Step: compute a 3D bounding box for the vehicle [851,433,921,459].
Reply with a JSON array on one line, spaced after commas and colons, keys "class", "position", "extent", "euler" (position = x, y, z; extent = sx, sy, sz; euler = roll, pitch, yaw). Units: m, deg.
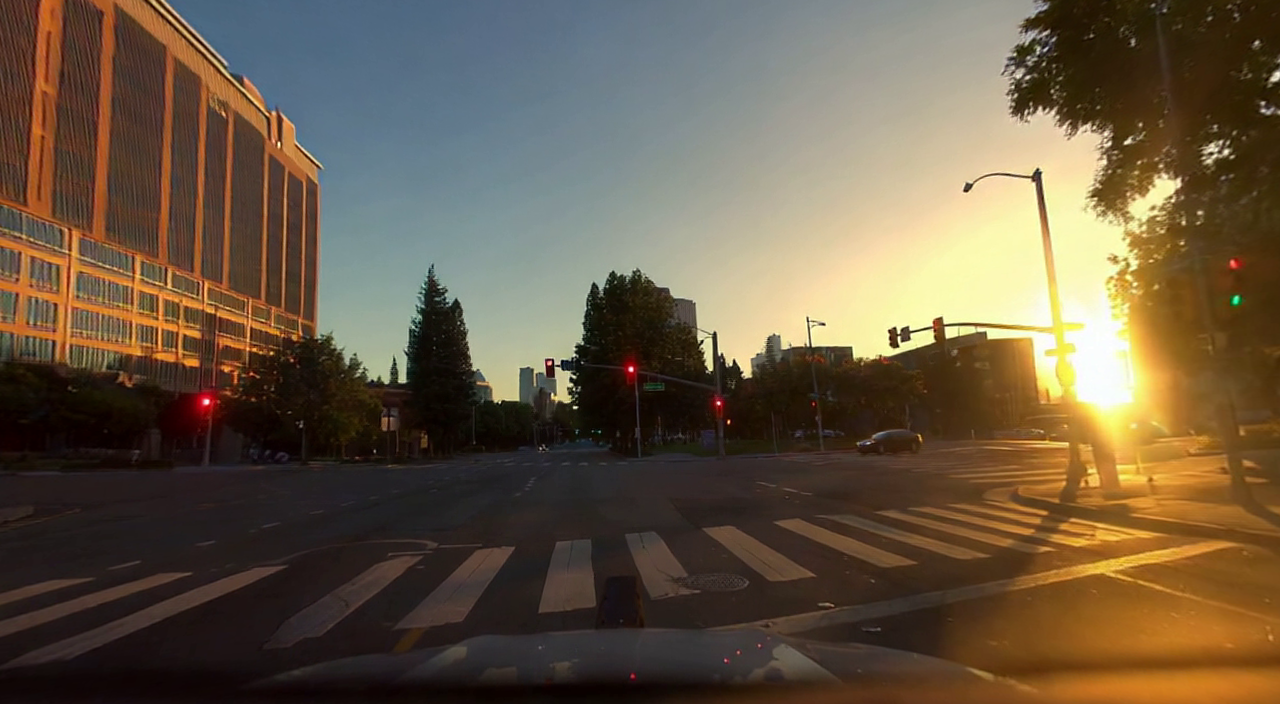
[{"class": "vehicle", "position": [17.630, 6.743, 45.243], "extent": [4.600, 1.783, 1.970], "euler": [4, -10, -26]}]
